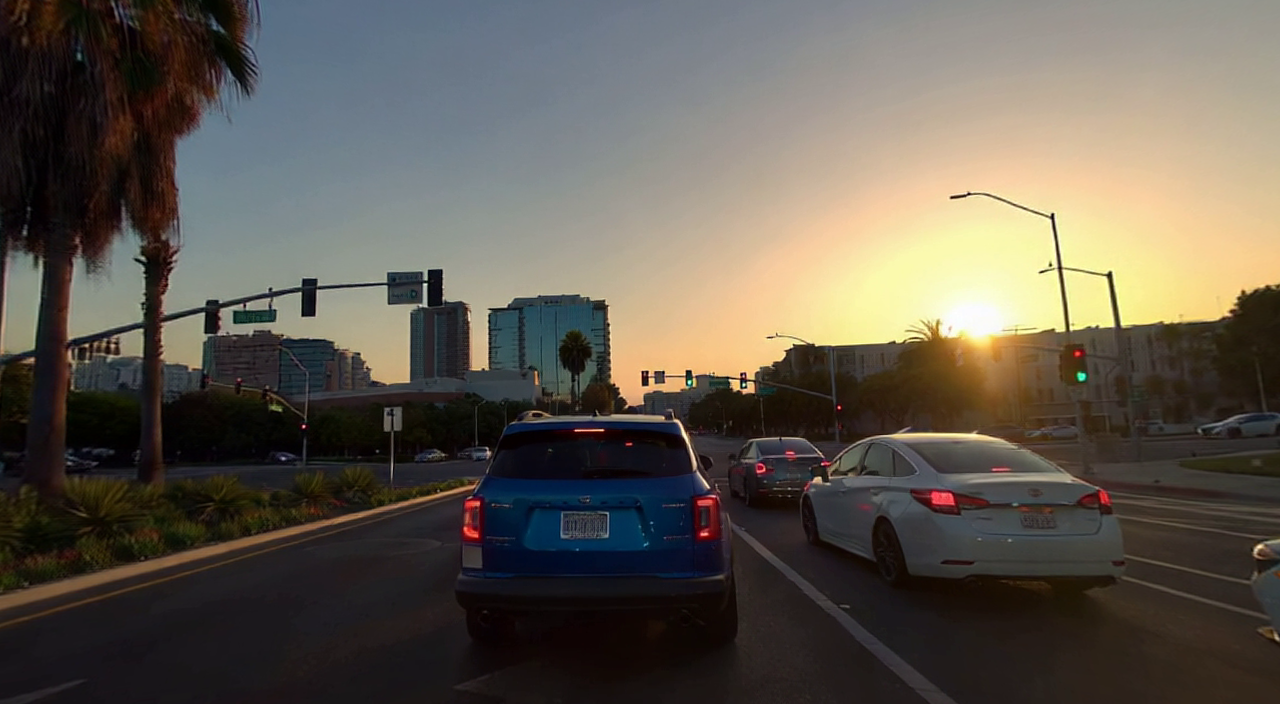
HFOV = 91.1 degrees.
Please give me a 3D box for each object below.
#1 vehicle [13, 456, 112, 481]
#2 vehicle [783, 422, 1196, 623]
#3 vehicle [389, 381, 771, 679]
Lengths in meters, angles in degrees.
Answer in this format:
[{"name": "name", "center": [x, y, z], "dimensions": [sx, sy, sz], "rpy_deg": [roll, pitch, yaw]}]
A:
[{"name": "vehicle", "center": [-43.303, 8.755, 47.165], "dimensions": [5.347, 1.785, 2.123], "rpy_deg": [0, -8, 2]}, {"name": "vehicle", "center": [3.107, 1.604, 6.960], "dimensions": [1.971, 1.473, 4.495], "rpy_deg": [0, -8, 0]}, {"name": "vehicle", "center": [-0.347, 1.314, 5.690], "dimensions": [2.172, 1.694, 4.055], "rpy_deg": [0, -8, 0]}]
